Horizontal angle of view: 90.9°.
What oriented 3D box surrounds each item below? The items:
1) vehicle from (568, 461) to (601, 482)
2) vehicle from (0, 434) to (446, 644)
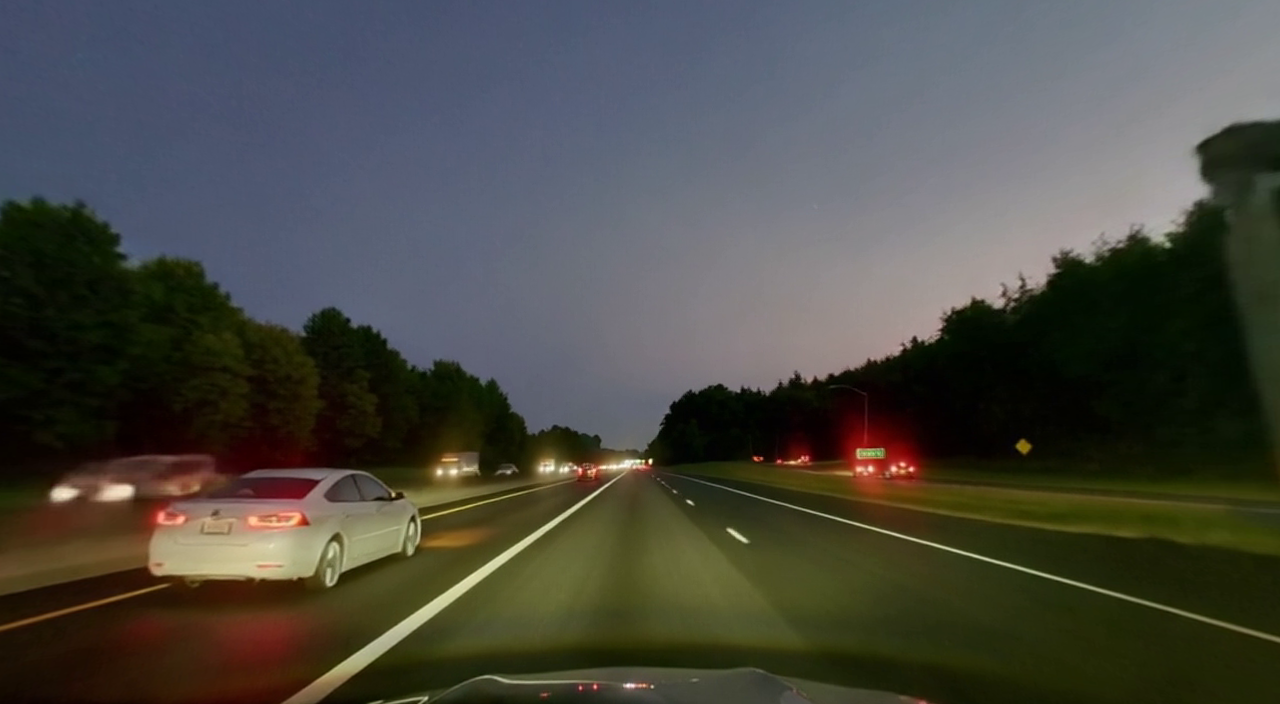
[{"bbox_3d":[-4.208,9.171,48.228,2.126,1.488,4.186,1,-11,-1],"label":"vehicle"},{"bbox_3d":[-3.808,1.734,6.738,1.998,1.427,4.462,1,-11,0],"label":"vehicle"}]
